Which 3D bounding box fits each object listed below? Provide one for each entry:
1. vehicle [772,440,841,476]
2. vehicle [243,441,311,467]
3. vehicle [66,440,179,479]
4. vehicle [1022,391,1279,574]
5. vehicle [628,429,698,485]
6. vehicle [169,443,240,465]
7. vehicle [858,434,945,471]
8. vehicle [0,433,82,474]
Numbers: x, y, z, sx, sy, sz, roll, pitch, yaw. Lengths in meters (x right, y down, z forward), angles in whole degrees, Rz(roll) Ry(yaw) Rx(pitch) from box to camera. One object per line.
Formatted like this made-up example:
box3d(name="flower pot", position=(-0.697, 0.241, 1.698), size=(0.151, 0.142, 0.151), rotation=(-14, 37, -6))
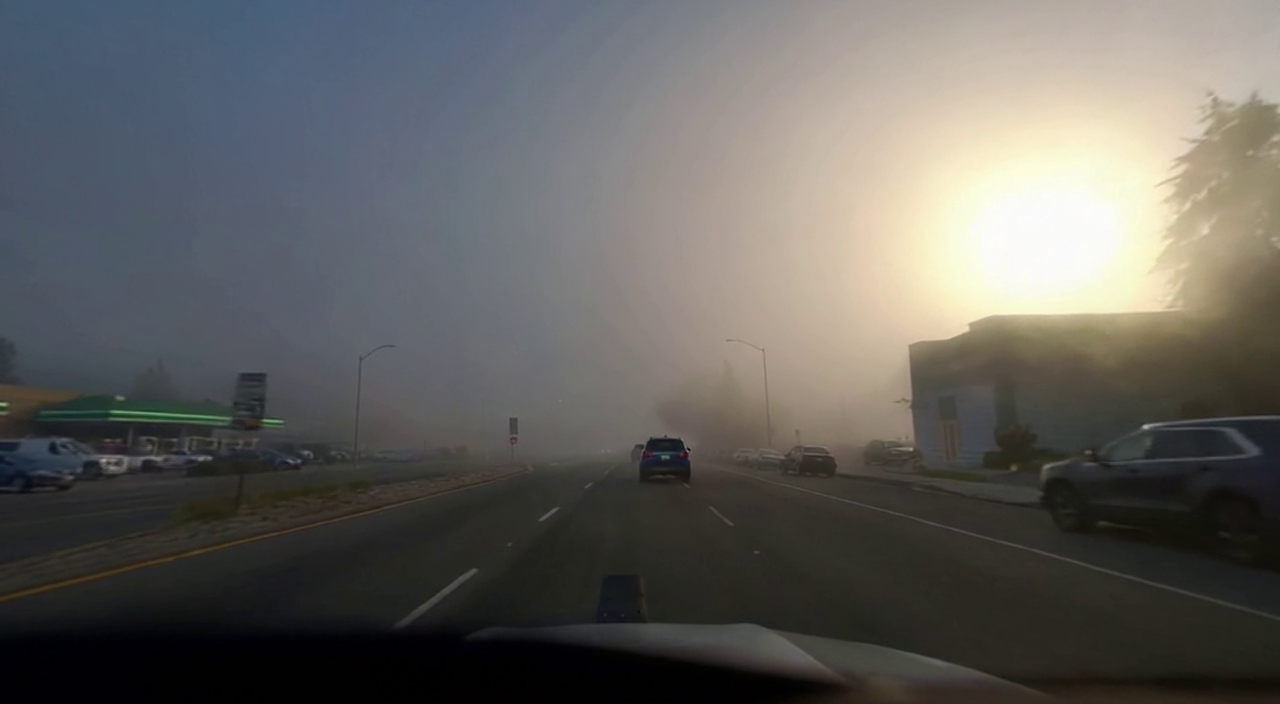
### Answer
box3d(name="vehicle", position=(7.440, 4.750, 28.550), size=(1.818, 1.459, 4.806), rotation=(0, -8, 0))
box3d(name="vehicle", position=(-26.161, 7.354, 45.438), size=(1.922, 1.755, 4.511), rotation=(-1, -8, 6))
box3d(name="vehicle", position=(-25.864, 5.344, 31.615), size=(2.044, 1.695, 4.619), rotation=(-1, -7, -5))
box3d(name="vehicle", position=(7.244, 1.499, 7.659), size=(2.032, 1.776, 4.782), rotation=(0, -8, -1))
box3d(name="vehicle", position=(0.835, 3.857, 23.467), size=(2.317, 1.857, 5.150), rotation=(0, -8, 2))
box3d(name="vehicle", position=(-31.496, 7.376, 45.590), size=(1.920, 1.446, 4.448), rotation=(-2, -8, 1))
box3d(name="vehicle", position=(12.788, 4.948, 31.126), size=(2.019, 1.711, 4.862), rotation=(1, -8, -3))
box3d(name="vehicle", position=(-31.194, 5.094, 31.658), size=(1.928, 1.922, 4.539), rotation=(0, -8, -2))
